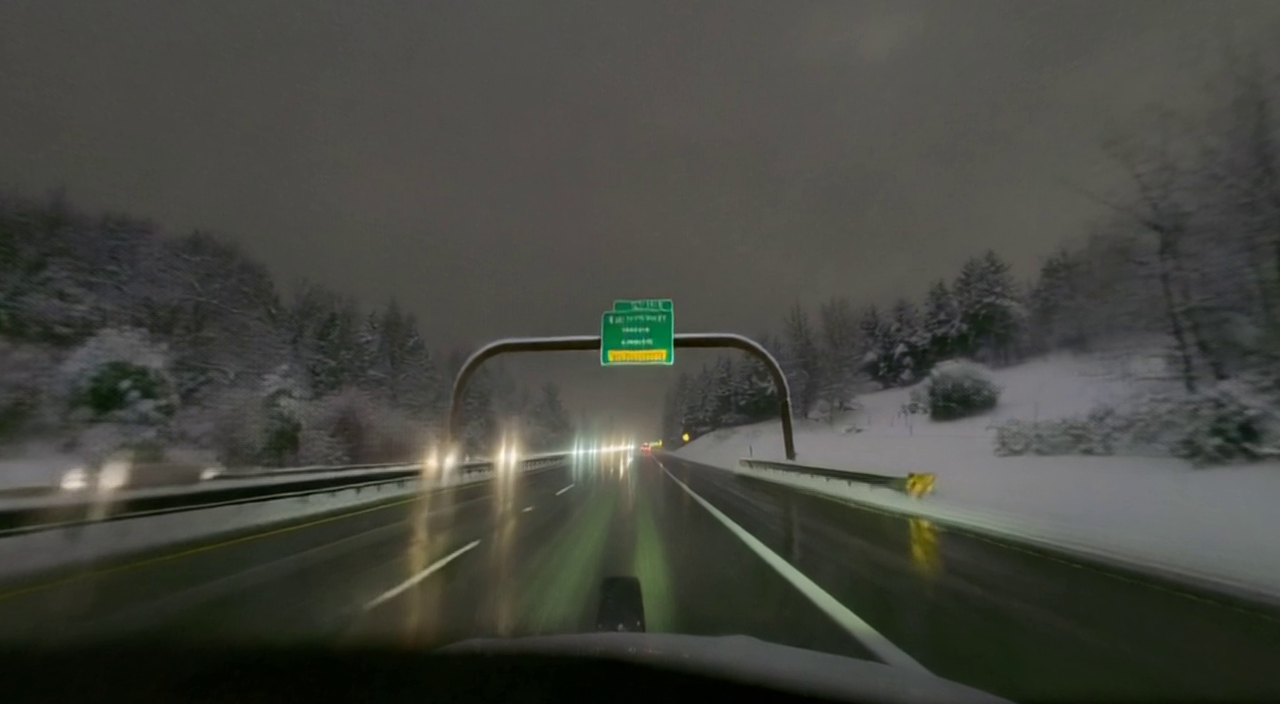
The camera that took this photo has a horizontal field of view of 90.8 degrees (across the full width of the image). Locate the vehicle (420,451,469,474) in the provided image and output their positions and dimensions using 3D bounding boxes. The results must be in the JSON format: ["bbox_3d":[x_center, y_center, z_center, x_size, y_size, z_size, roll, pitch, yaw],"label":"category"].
[{"bbox_3d":[-12.979,7.340,42.132,1.853,1.448,4.331,0,-9,0],"label":"vehicle"}]

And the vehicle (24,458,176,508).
[{"bbox_3d":[-17.347,4.174,20.518,1.768,1.425,3.536,0,-9,0],"label":"vehicle"}]
